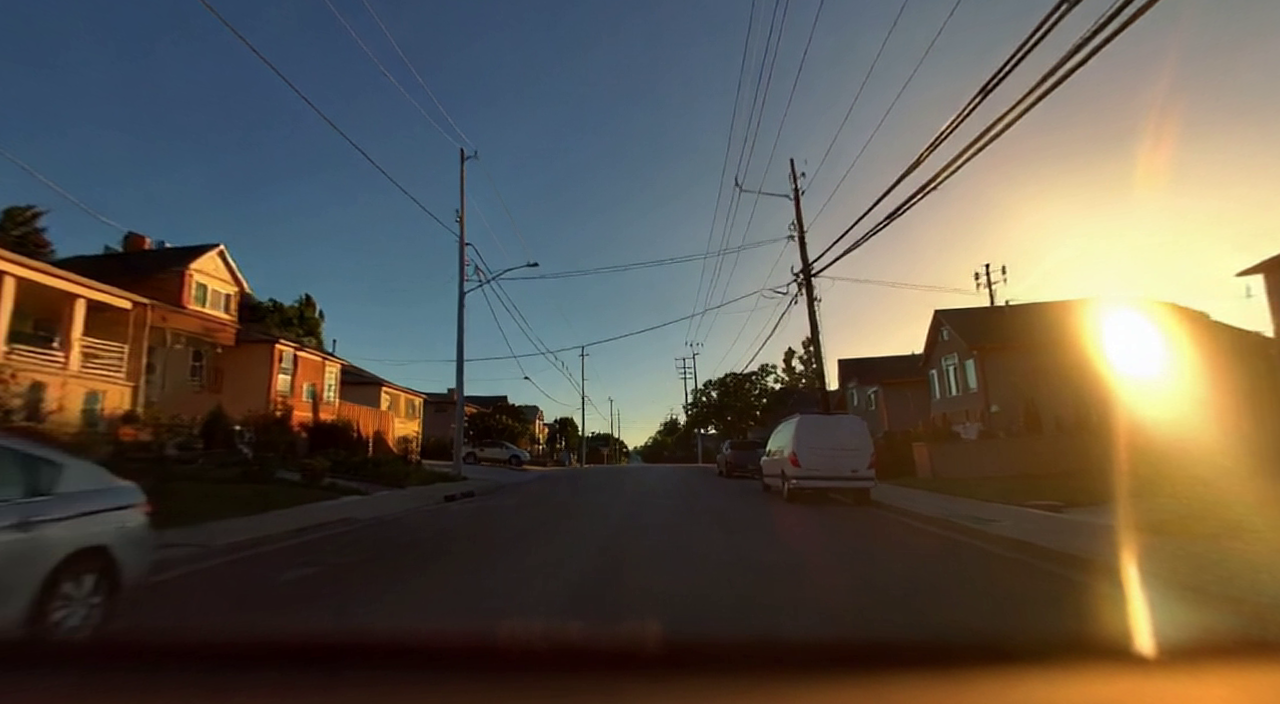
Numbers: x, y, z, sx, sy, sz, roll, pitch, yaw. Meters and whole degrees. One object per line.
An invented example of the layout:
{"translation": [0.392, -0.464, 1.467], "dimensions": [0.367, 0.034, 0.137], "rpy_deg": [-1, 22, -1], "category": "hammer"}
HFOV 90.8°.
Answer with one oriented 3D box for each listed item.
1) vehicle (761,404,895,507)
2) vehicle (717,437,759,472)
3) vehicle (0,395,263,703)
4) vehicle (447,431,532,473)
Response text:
{"translation": [4.581, 2.573, 16.180], "dimensions": [2.343, 2.229, 4.199], "rpy_deg": [0, -8, 3], "category": "vehicle"}
{"translation": [5.344, 5.627, 34.993], "dimensions": [1.961, 1.777, 4.189], "rpy_deg": [0, -8, 4], "category": "vehicle"}
{"translation": [-3.972, 0.933, 2.620], "dimensions": [1.960, 1.507, 4.542], "rpy_deg": [-1, -6, 1], "category": "vehicle"}
{"translation": [-7.514, 5.000, 31.794], "dimensions": [3.684, 1.628, 1.792], "rpy_deg": [5, -5, 3], "category": "vehicle"}
